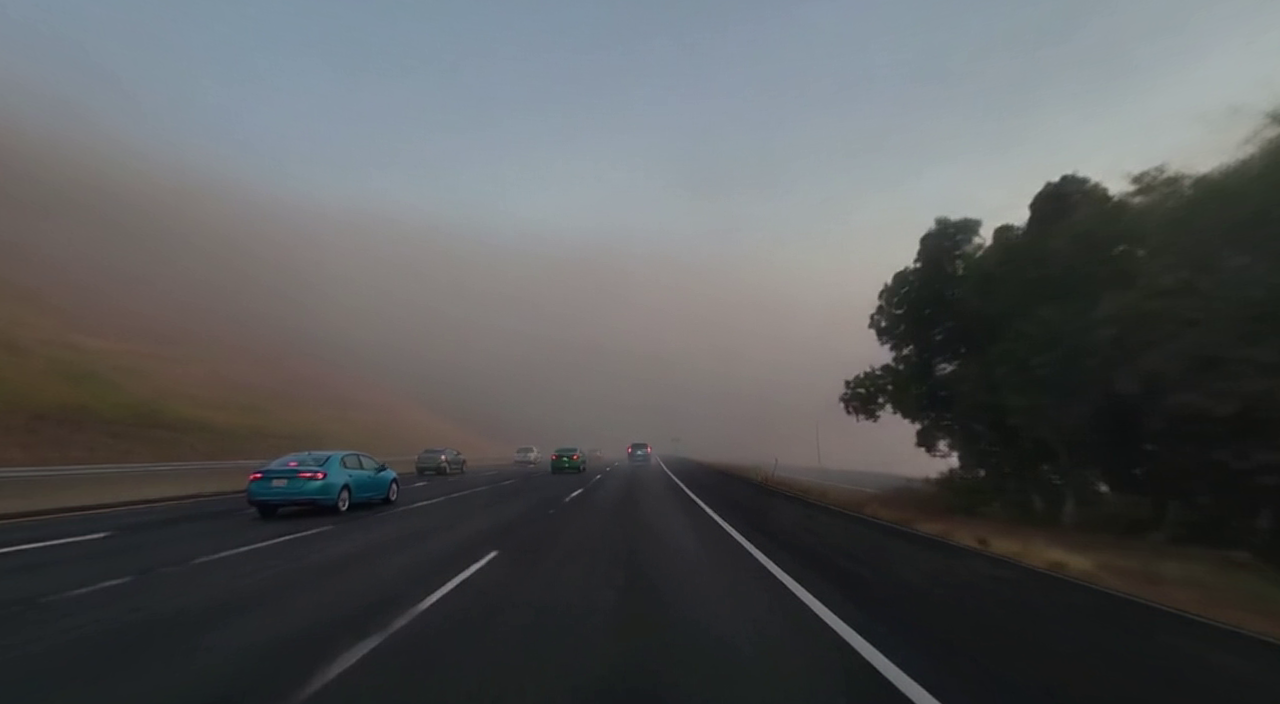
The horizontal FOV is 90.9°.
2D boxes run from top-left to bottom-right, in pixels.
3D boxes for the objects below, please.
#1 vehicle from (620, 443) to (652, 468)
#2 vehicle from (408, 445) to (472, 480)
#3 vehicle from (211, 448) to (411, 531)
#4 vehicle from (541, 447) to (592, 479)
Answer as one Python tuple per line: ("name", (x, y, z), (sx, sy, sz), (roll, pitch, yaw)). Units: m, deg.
("vehicle", (-0.300, 7.344, 44.784), (2.225, 1.674, 4.044), (0, -8, -1))
("vehicle", (-10.997, 6.073, 35.050), (2.025, 1.750, 4.505), (0, -8, 1))
("vehicle", (-6.769, 2.830, 13.639), (1.991, 1.441, 4.265), (0, -8, 1))
("vehicle", (-3.820, 5.835, 33.513), (2.144, 1.505, 4.649), (0, -8, 0))
